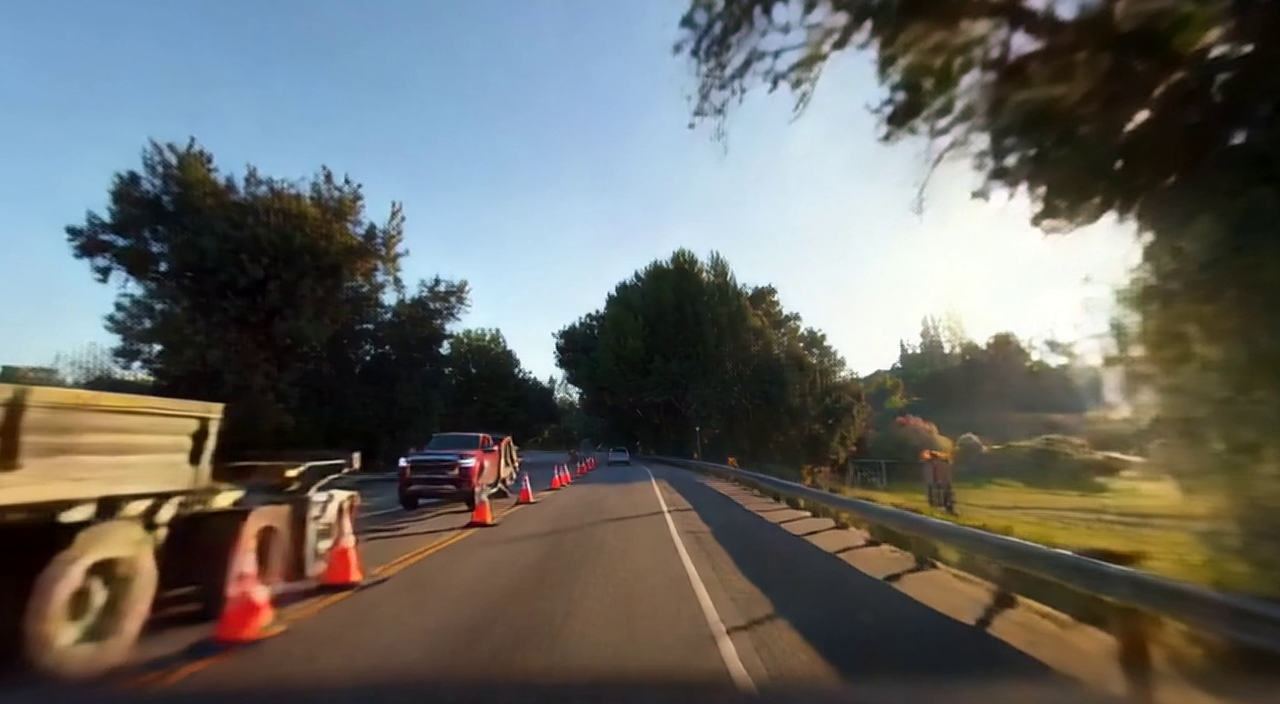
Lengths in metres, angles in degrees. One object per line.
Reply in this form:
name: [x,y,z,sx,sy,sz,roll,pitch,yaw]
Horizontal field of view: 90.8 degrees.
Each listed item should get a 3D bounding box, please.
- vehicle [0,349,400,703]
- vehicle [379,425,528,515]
vehicle: [-4.554,1.269,5.283,2.519,1.936,6.288,0,-9,1]
vehicle: [-4.587,2.992,16.643,2.128,1.944,5.555,0,-9,1]
